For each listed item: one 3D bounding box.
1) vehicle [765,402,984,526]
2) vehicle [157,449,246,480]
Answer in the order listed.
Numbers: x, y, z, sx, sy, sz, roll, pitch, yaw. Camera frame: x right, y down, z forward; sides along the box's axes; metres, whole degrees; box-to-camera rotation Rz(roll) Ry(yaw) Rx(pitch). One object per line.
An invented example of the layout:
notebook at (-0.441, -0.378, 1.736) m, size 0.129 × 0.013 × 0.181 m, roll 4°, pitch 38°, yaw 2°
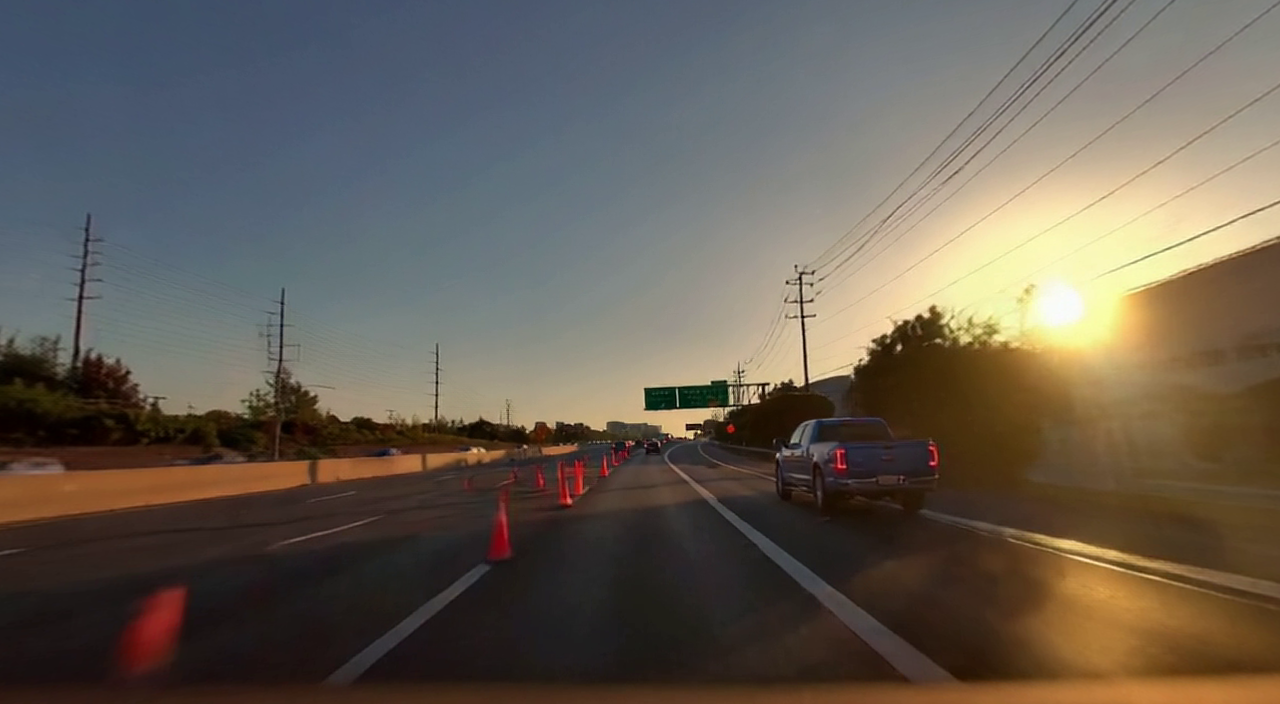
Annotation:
vehicle at (4.055, 2.073, 12.187) m, size 2.186 × 1.840 × 5.289 m, roll 0°, pitch -8°, yaw 0°
vehicle at (-30.861, 7.893, 44.671) m, size 2.206 × 1.957 × 5.698 m, roll 0°, pitch -8°, yaw 0°
